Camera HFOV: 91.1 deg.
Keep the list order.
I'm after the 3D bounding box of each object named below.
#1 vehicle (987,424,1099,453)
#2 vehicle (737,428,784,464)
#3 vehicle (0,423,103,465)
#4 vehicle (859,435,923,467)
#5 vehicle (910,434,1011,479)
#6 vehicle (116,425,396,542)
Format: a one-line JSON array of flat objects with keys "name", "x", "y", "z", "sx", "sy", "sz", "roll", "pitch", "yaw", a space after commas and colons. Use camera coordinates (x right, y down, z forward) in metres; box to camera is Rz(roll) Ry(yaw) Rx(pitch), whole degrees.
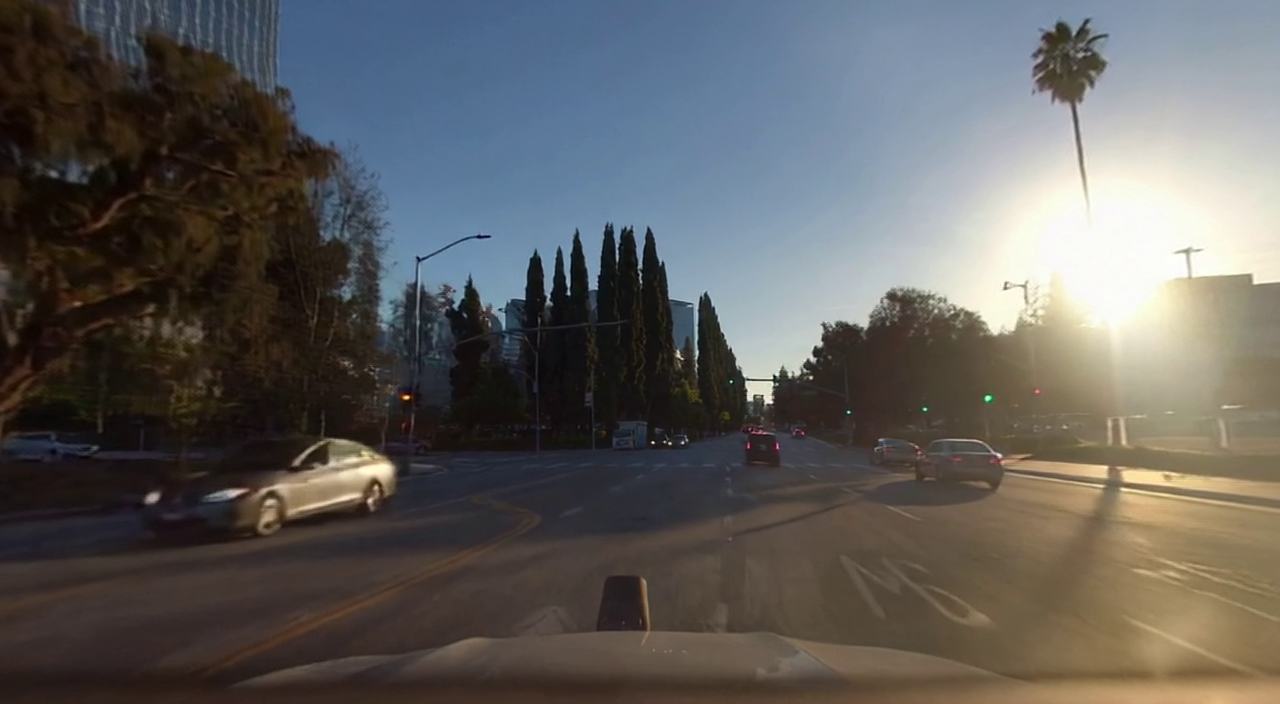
[{"name": "vehicle", "x": 28.545, "y": 6.138, "z": 44.664, "sx": 6.170, "sy": 1.978, "sz": 2.399, "roll": -1, "pitch": -9, "yaw": 7}, {"name": "vehicle", "x": 6.540, "y": 5.140, "z": 34.495, "sx": 2.203, "sy": 1.801, "sz": 4.331, "roll": -1, "pitch": -8, "yaw": 7}, {"name": "vehicle", "x": -27.005, "y": 4.164, "z": 28.140, "sx": 1.871, "sy": 1.703, "sz": 4.093, "roll": -1, "pitch": -10, "yaw": 6}, {"name": "vehicle", "x": 12.563, "y": 4.984, "z": 31.745, "sx": 1.860, "sy": 1.460, "sz": 4.379, "roll": 0, "pitch": -8, "yaw": 6}, {"name": "vehicle", "x": 11.560, "y": 3.790, "z": 22.979, "sx": 1.896, "sy": 1.463, "sz": 4.296, "roll": -1, "pitch": -8, "yaw": 8}, {"name": "vehicle", "x": -6.523, "y": 2.235, "z": 11.378, "sx": 2.016, "sy": 1.677, "sz": 4.147, "roll": -1, "pitch": -8, "yaw": 9}]
